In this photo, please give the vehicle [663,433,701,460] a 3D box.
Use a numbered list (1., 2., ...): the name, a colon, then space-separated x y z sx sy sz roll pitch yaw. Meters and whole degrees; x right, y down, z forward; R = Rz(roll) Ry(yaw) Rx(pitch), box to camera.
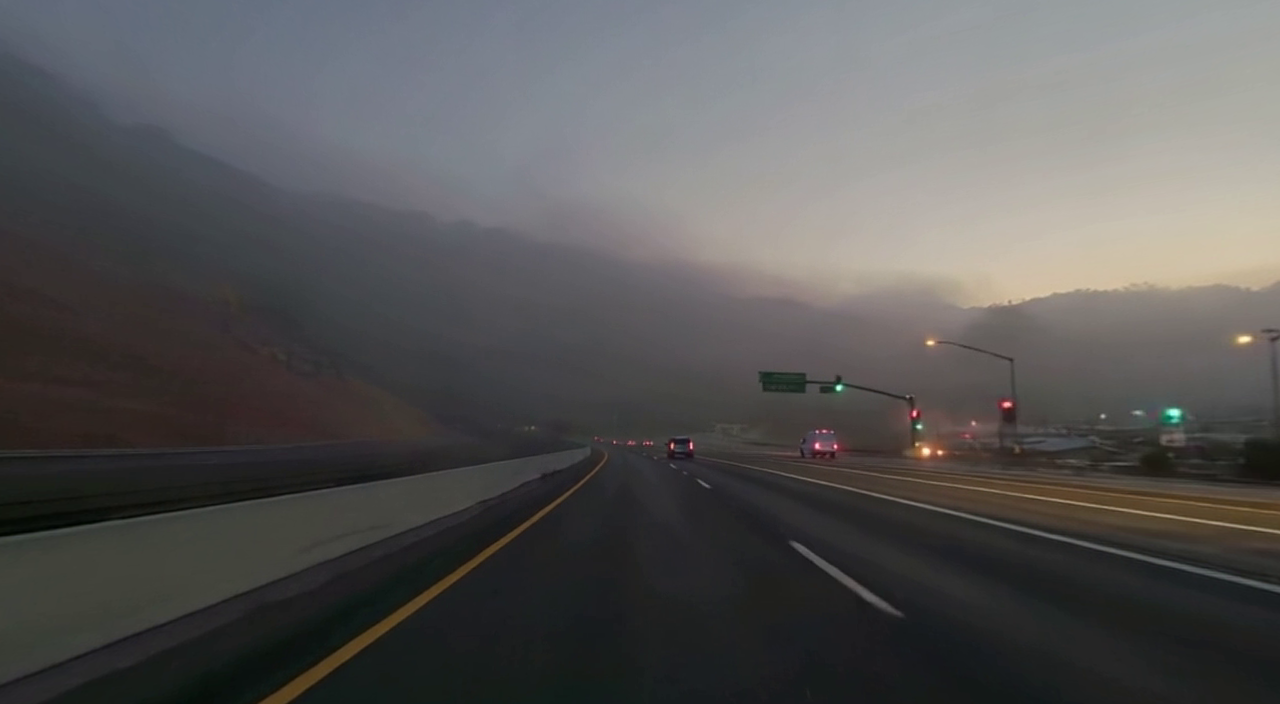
1. vehicle: 2.943 6.821 45.509 2.210 1.815 4.571 0 -8 -3
